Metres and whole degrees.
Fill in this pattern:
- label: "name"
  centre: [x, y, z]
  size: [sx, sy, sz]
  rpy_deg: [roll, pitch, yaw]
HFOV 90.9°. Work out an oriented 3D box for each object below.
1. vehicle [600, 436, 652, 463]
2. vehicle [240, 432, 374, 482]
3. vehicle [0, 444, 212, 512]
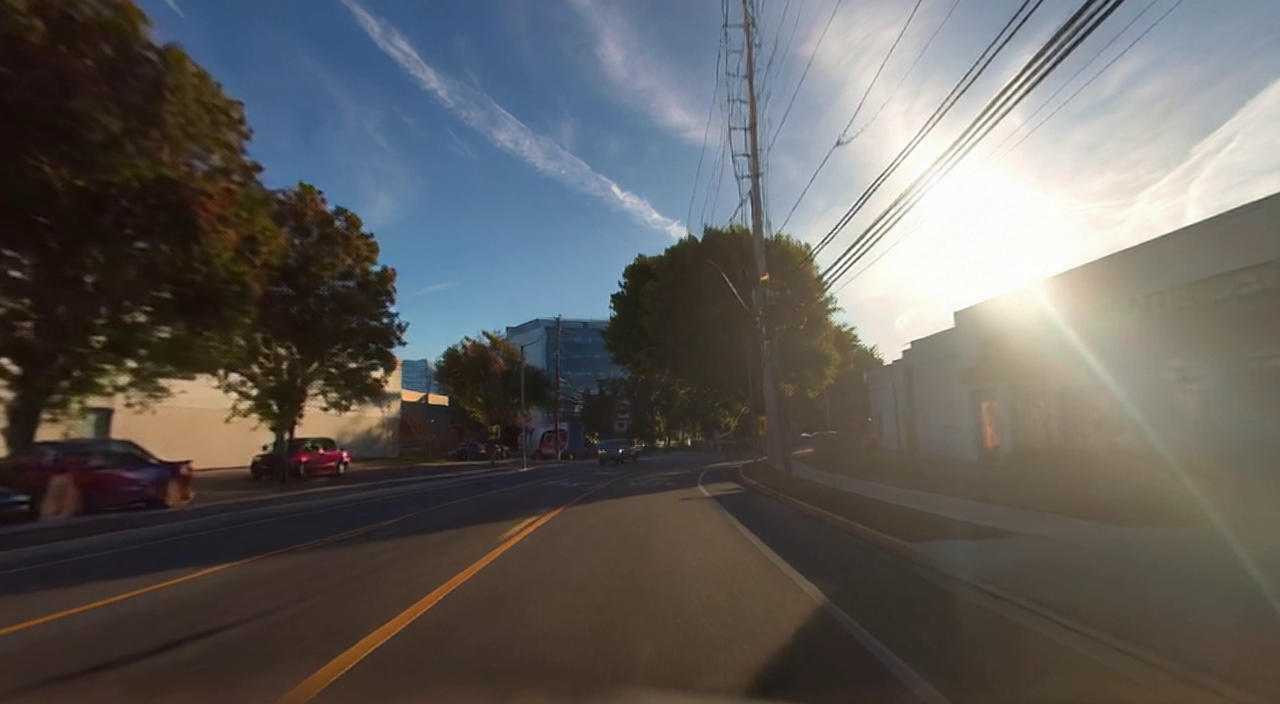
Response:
- label: "vehicle"
  centre: [-1.015, 7.603, 49.156]
  size: [2.490, 1.961, 5.553]
  rpy_deg: [-2, -9, 16]
- label: "vehicle"
  centre: [-15.864, 5.126, 30.684]
  size: [2.502, 2.113, 6.488]
  rpy_deg: [-1, -10, 5]
- label: "vehicle"
  centre: [-14.467, 3.347, 17.357]
  size: [2.070, 1.577, 4.652]
  rpy_deg: [0, -8, 0]
